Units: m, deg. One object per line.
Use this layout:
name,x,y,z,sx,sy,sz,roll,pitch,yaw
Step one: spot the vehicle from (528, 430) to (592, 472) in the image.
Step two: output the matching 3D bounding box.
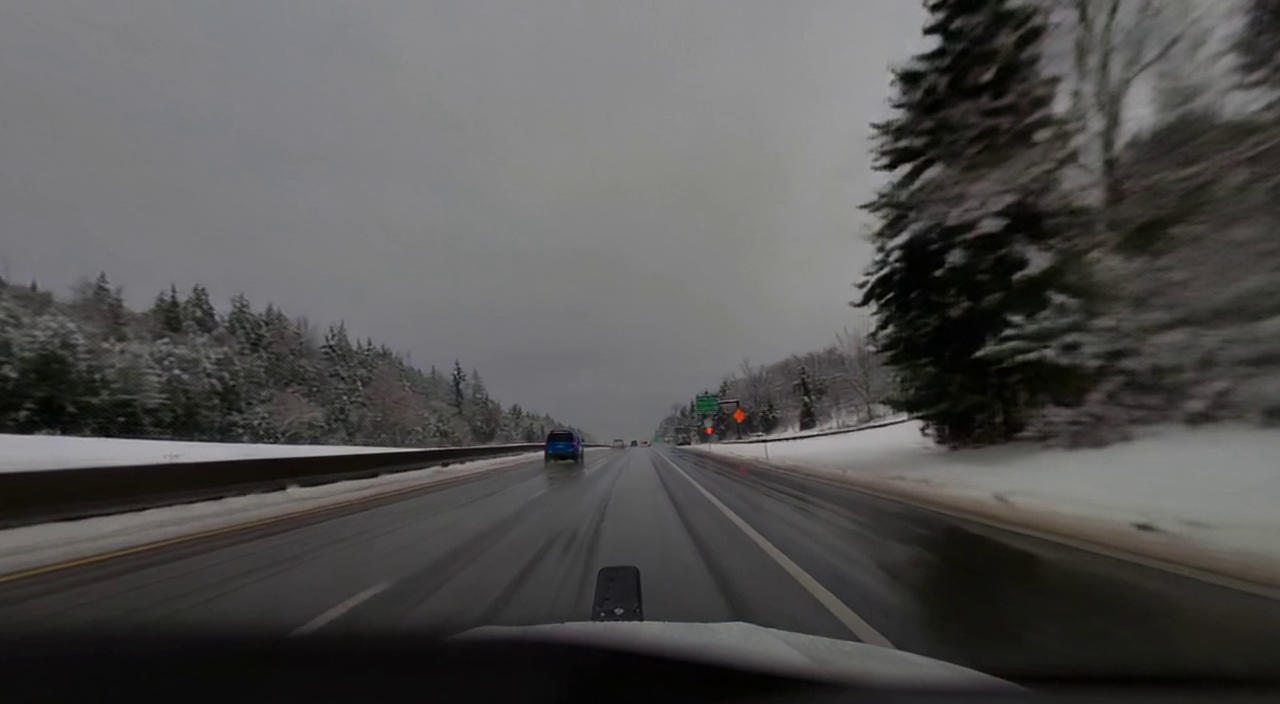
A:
vehicle,-3.379,4.291,27.347,2.125,1.662,4.336,0,-8,1
